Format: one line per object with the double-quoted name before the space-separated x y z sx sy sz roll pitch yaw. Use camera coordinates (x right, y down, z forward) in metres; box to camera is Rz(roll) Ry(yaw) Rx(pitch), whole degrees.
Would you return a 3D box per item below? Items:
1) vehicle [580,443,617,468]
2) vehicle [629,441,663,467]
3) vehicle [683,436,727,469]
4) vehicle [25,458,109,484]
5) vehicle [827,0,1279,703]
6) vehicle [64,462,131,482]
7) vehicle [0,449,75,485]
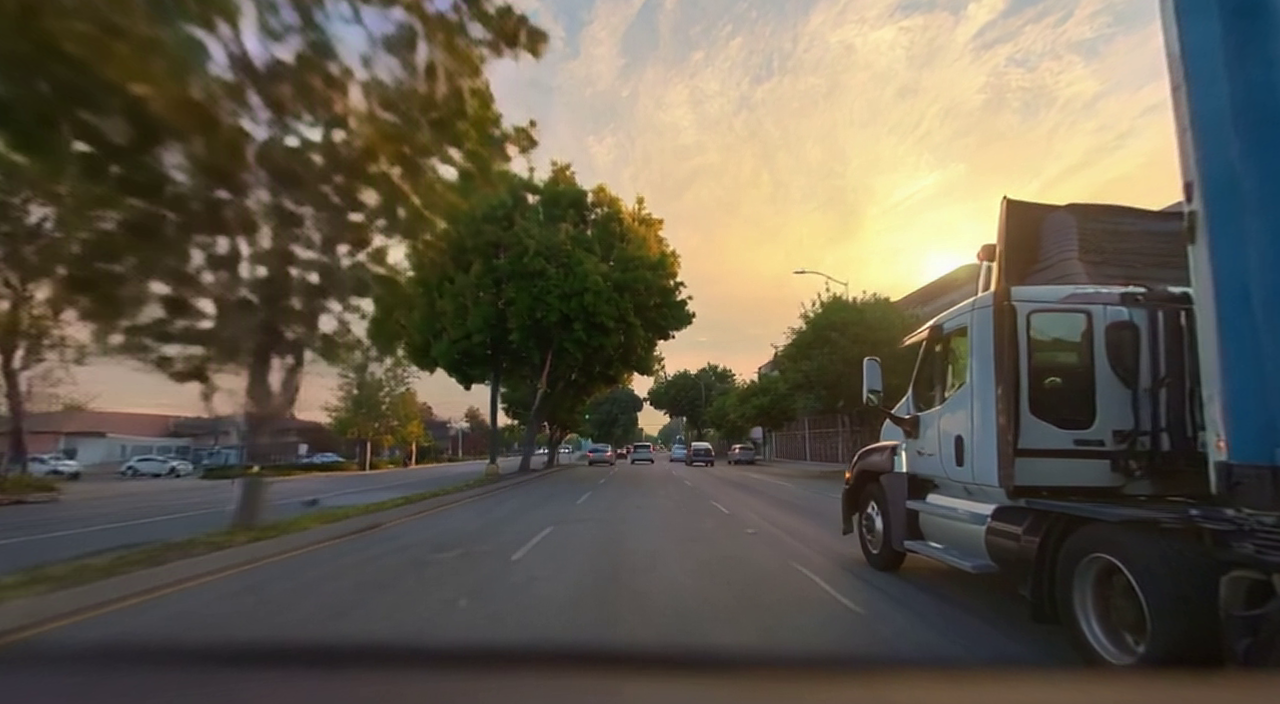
"vehicle" -2.790 7.103 43.471 2.211 1.537 4.666 -1 -8 1
"vehicle" 0.419 7.043 43.802 2.276 1.704 3.925 -1 -8 1
"vehicle" 3.952 6.209 39.142 2.196 1.908 4.412 0 -8 -1
"vehicle" -45.291 9.373 49.990 2.135 1.791 4.777 -1 -8 1
"vehicle" 3.603 -0.218 3.019 3.006 3.679 8.506 -1 -8 2
"vehicle" -42.846 9.449 49.858 1.897 1.429 3.741 -1 -8 3
"vehicle" -48.039 9.029 49.636 2.215 2.552 5.160 -2 -8 -1
